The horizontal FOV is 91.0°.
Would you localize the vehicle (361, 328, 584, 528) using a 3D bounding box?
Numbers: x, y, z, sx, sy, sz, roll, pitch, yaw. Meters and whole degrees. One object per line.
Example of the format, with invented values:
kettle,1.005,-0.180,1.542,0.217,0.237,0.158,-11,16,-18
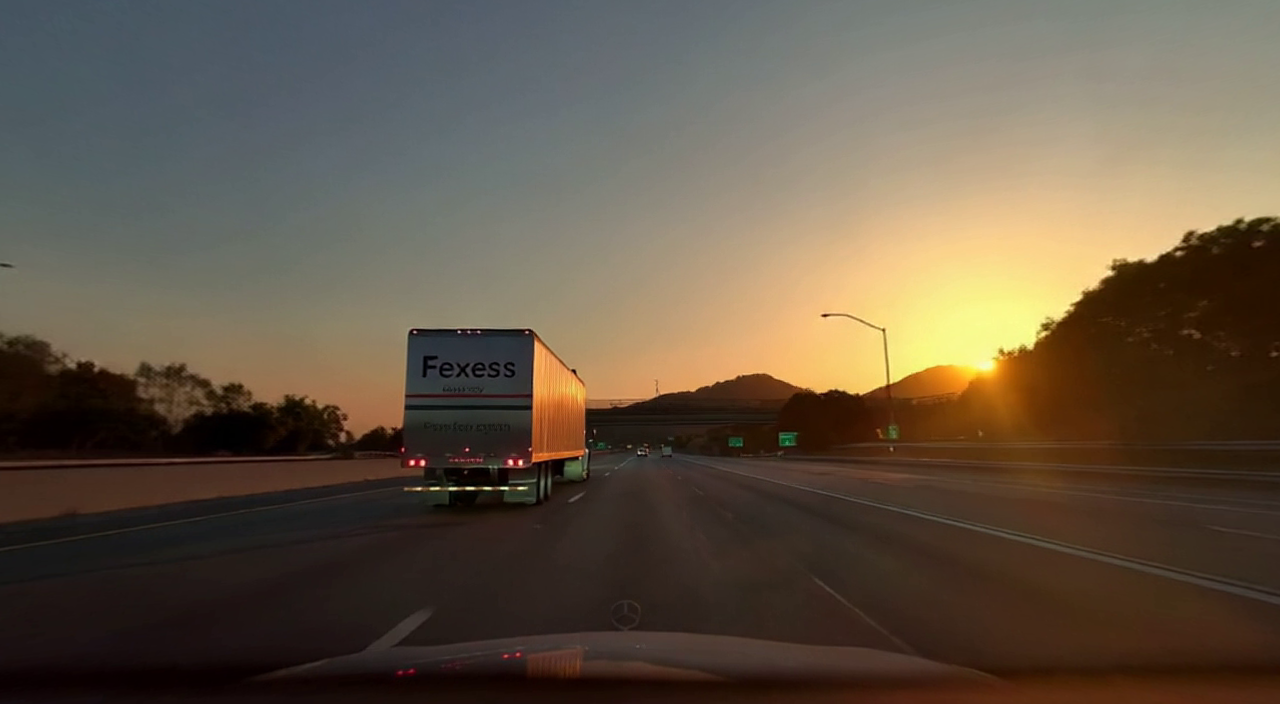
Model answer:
vehicle,-3.234,1.928,15.099,2.922,3.458,8.360,0,-9,1
